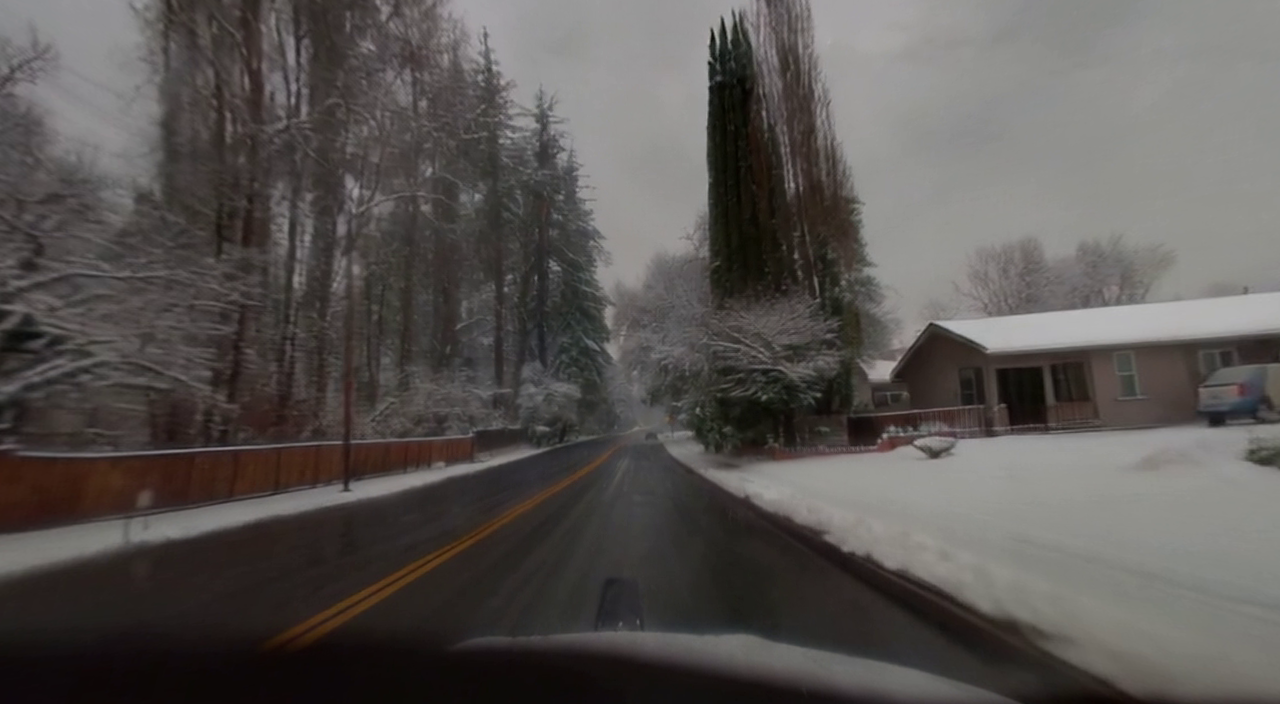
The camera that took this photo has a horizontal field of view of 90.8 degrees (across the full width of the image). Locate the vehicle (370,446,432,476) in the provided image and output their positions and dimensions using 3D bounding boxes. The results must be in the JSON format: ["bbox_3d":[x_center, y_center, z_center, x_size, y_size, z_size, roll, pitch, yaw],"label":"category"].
[{"bbox_3d":[-15.216,6.937,40.509,2.177,1.773,4.656,0,-8,0],"label":"vehicle"}]

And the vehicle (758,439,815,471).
[{"bbox_3d":[8.081,5.721,35.252,1.954,1.652,4.520,0,-8,-2],"label":"vehicle"}]
